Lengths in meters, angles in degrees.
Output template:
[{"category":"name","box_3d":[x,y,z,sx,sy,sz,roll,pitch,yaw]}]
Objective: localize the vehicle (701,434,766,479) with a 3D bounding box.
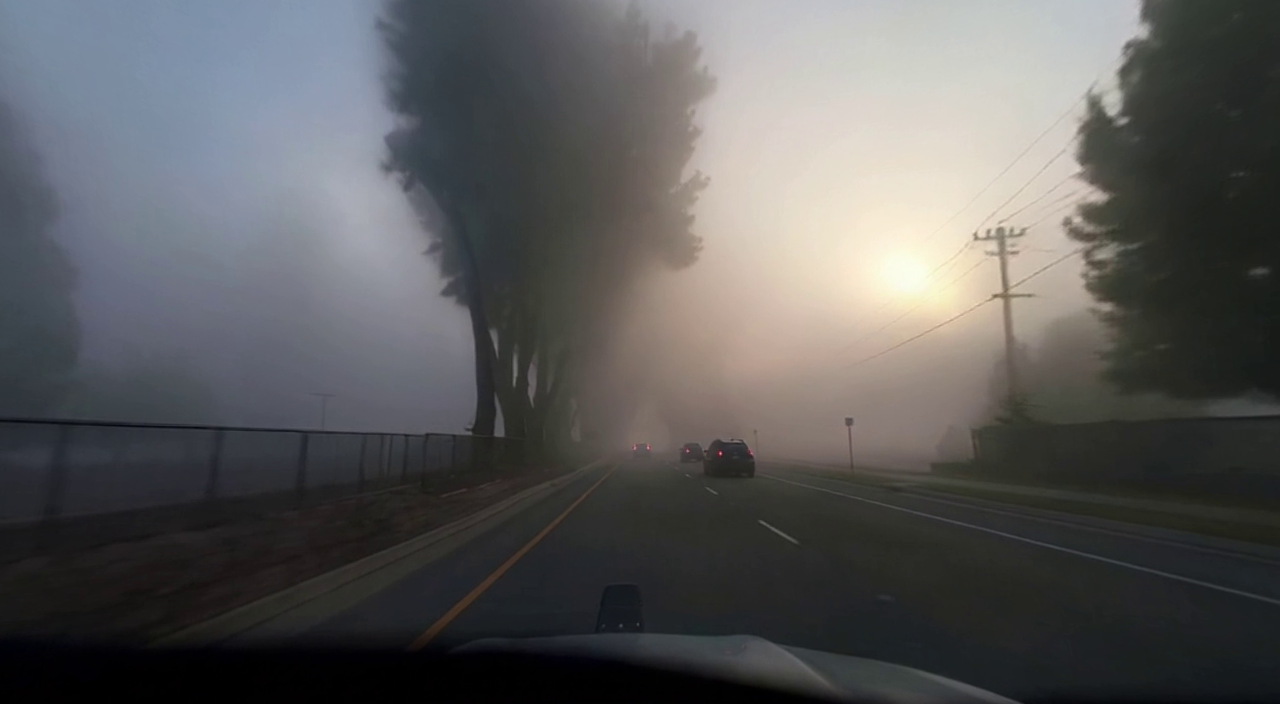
[{"category":"vehicle","box_3d":[4.081,4.685,28.453,2.112,1.825,4.574,0,-9,-1]}]

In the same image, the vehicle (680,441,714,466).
[{"category":"vehicle","box_3d":[4.017,7.223,44.879,2.012,1.653,4.115,0,-9,0]}]
